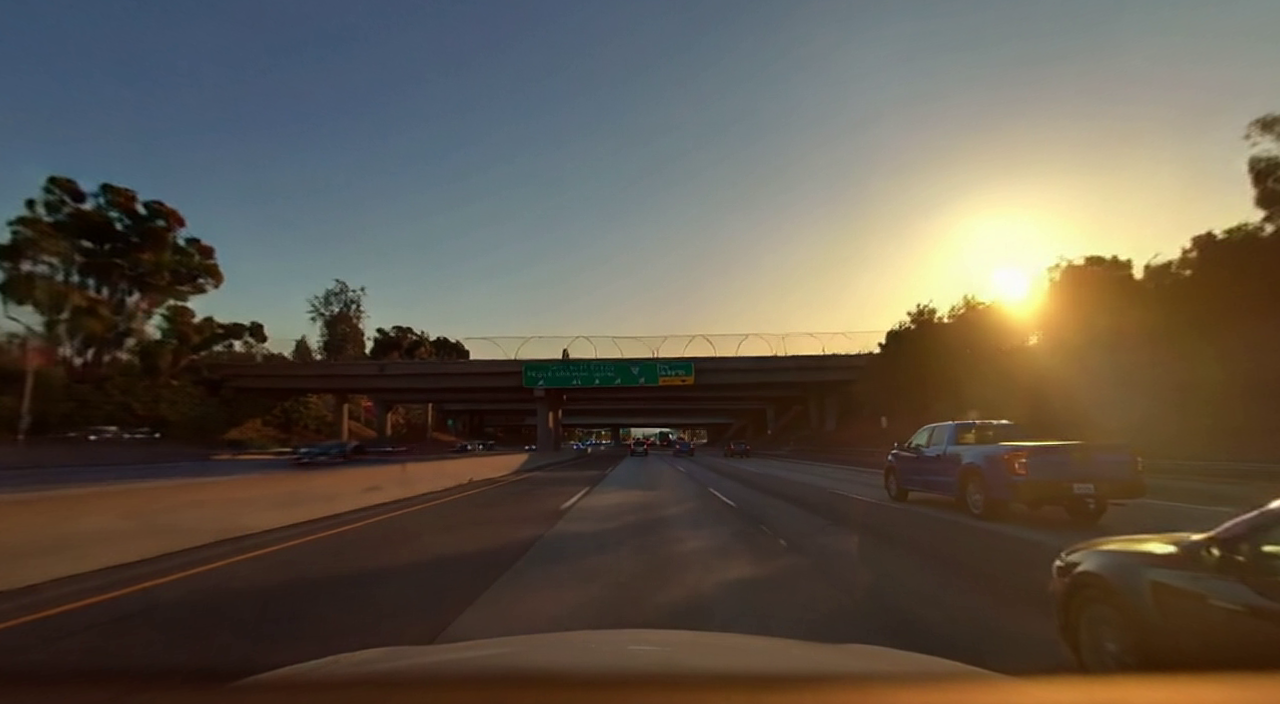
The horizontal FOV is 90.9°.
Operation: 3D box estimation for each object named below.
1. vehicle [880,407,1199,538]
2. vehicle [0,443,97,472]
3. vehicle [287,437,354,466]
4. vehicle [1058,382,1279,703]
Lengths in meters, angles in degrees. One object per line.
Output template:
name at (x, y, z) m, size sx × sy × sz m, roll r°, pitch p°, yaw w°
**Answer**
vehicle at (6.845, 2.149, 12.023) m, size 2.182 × 1.852 × 5.926 m, roll 0°, pitch -8°, yaw 0°
vehicle at (-33.309, 5.824, 35.120) m, size 1.833 × 1.479 × 4.495 m, roll -1°, pitch -8°, yaw 4°
vehicle at (-21.397, 6.672, 42.436) m, size 2.021 × 1.768 × 4.687 m, roll 0°, pitch -8°, yaw 0°
vehicle at (3.221, 0.670, 0.780) m, size 2.119 × 1.524 × 4.807 m, roll 0°, pitch -8°, yaw 0°
